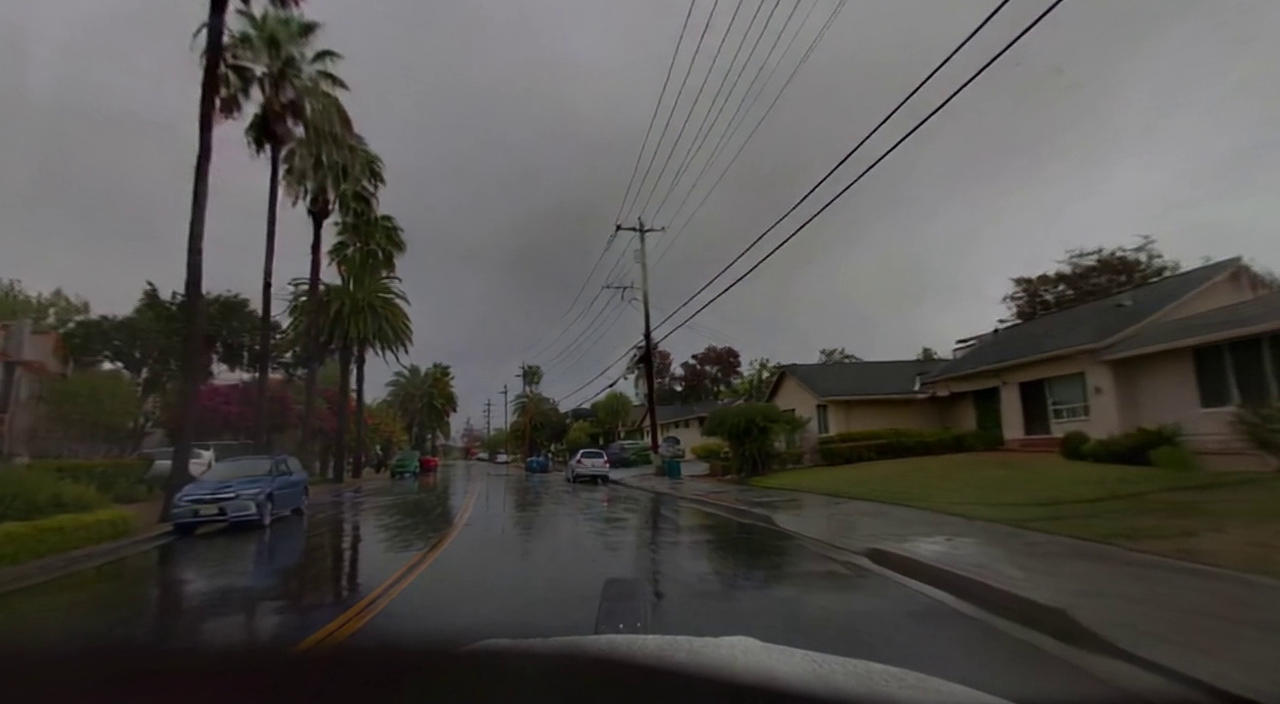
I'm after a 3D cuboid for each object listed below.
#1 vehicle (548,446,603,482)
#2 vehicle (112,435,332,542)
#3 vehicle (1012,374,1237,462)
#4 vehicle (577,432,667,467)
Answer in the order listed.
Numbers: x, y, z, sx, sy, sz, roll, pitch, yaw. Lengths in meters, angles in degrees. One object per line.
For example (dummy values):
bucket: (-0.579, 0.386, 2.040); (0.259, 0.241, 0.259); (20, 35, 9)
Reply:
vehicle: (-2.998, 5.066, 28.817); (1.870, 1.490, 3.802); (2, -9, -16)
vehicle: (-8.662, 2.869, 13.784); (2.410, 1.790, 4.699); (0, -10, -13)
vehicle: (13.238, 1.881, 17.413); (4.795, 2.190, 2.305); (2, -9, -15)
vehicle: (-1.312, 6.750, 43.918); (5.900, 2.328, 2.603); (1, -8, -9)
